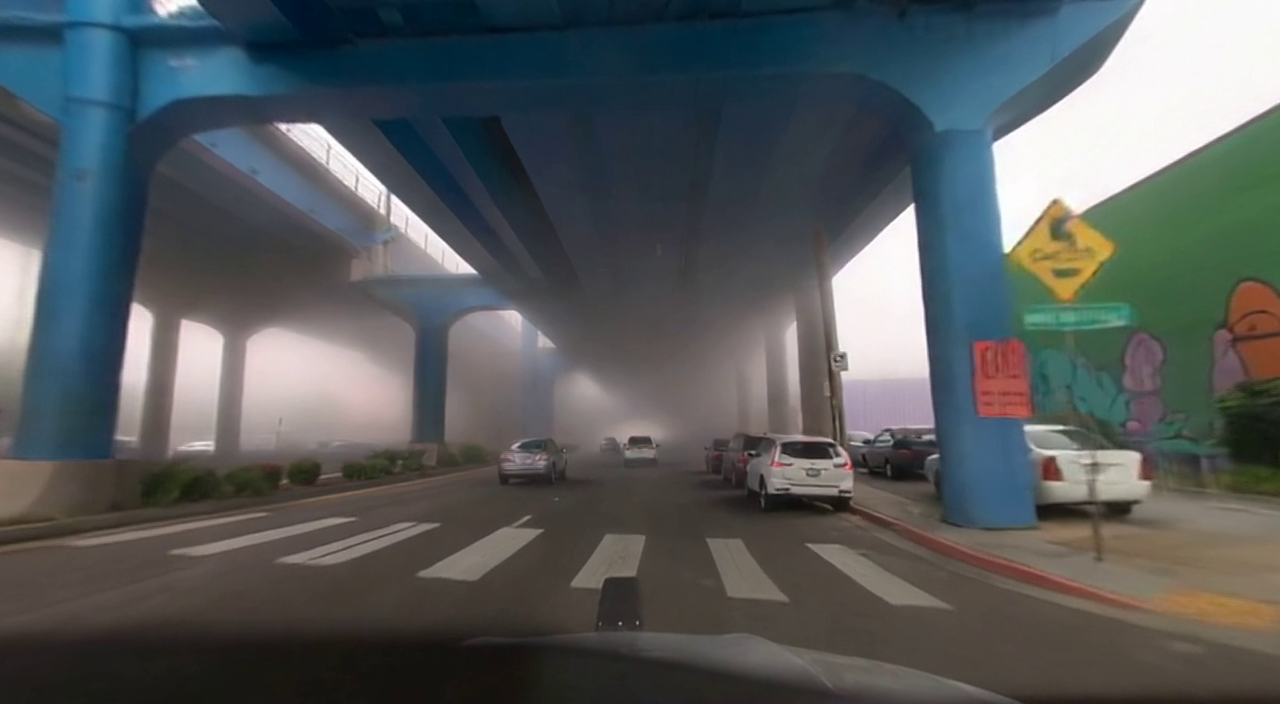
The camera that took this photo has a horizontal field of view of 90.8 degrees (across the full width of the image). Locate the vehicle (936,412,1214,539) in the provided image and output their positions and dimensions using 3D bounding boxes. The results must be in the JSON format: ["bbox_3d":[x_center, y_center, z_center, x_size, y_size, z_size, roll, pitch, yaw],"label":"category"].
[{"bbox_3d":[7.583,2.121,11.742,2.275,1.834,4.294,1,-7,3],"label":"vehicle"}]

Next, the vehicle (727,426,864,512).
[{"bbox_3d":[3.204,2.453,13.916,1.983,1.589,4.010,0,-7,0],"label":"vehicle"}]

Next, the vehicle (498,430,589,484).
[{"bbox_3d":[-2.925,3.298,20.230,2.024,1.533,4.549,0,-8,2],"label":"vehicle"}]

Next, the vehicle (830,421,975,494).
[{"bbox_3d":[7.657,3.118,19.111,2.175,1.909,4.953,0,-8,-1],"label":"vehicle"}]

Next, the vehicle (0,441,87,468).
[{"bbox_3d":[-32.812,5.580,34.545,3.461,1.385,1.552,4,-9,-24],"label":"vehicle"}]

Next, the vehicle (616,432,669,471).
[{"bbox_3d":[0.141,4.273,27.368,2.155,1.571,3.734,0,-8,1],"label":"vehicle"}]
